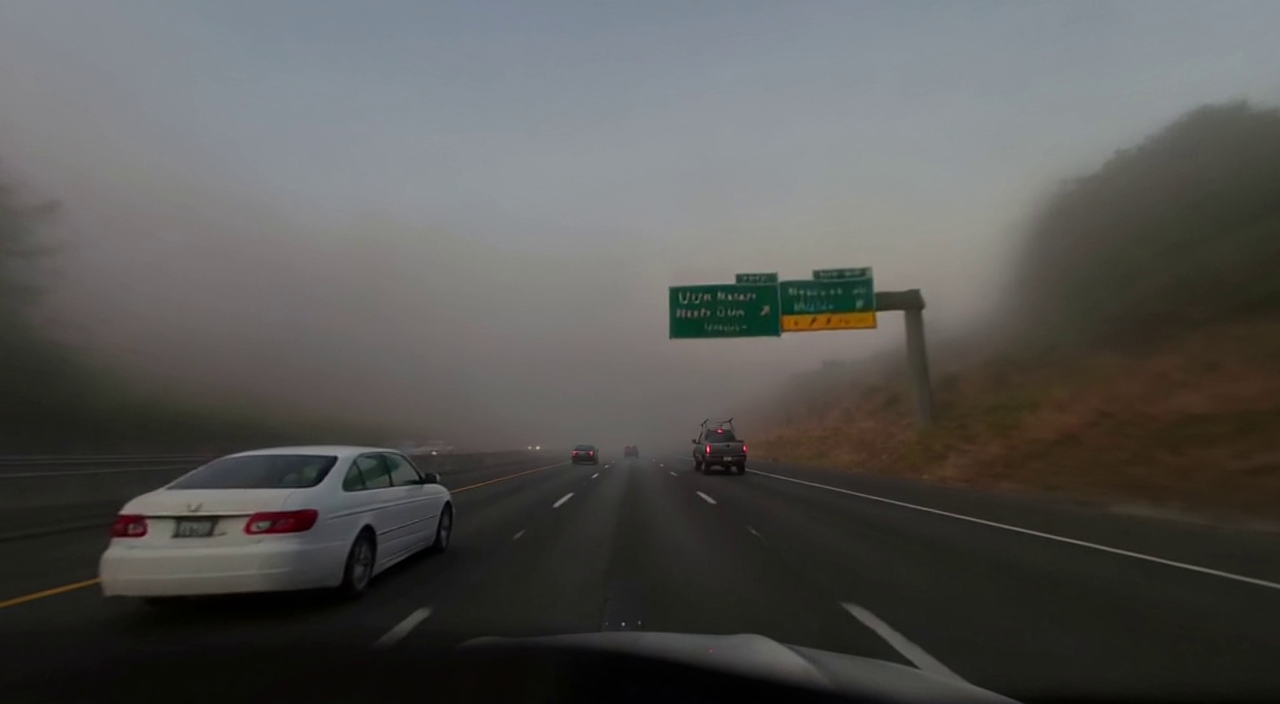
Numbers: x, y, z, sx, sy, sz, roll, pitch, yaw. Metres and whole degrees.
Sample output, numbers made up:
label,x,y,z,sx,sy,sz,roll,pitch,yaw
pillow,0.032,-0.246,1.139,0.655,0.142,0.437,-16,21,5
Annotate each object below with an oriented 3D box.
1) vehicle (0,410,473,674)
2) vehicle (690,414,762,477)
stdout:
label,x,y,z,sx,sy,sz,roll,pitch,yaw
vehicle,-3.239,1.482,6.112,1.939,1.513,4.773,0,-9,0
vehicle,3.818,4.356,29.277,2.361,2.636,5.684,0,-9,-1
